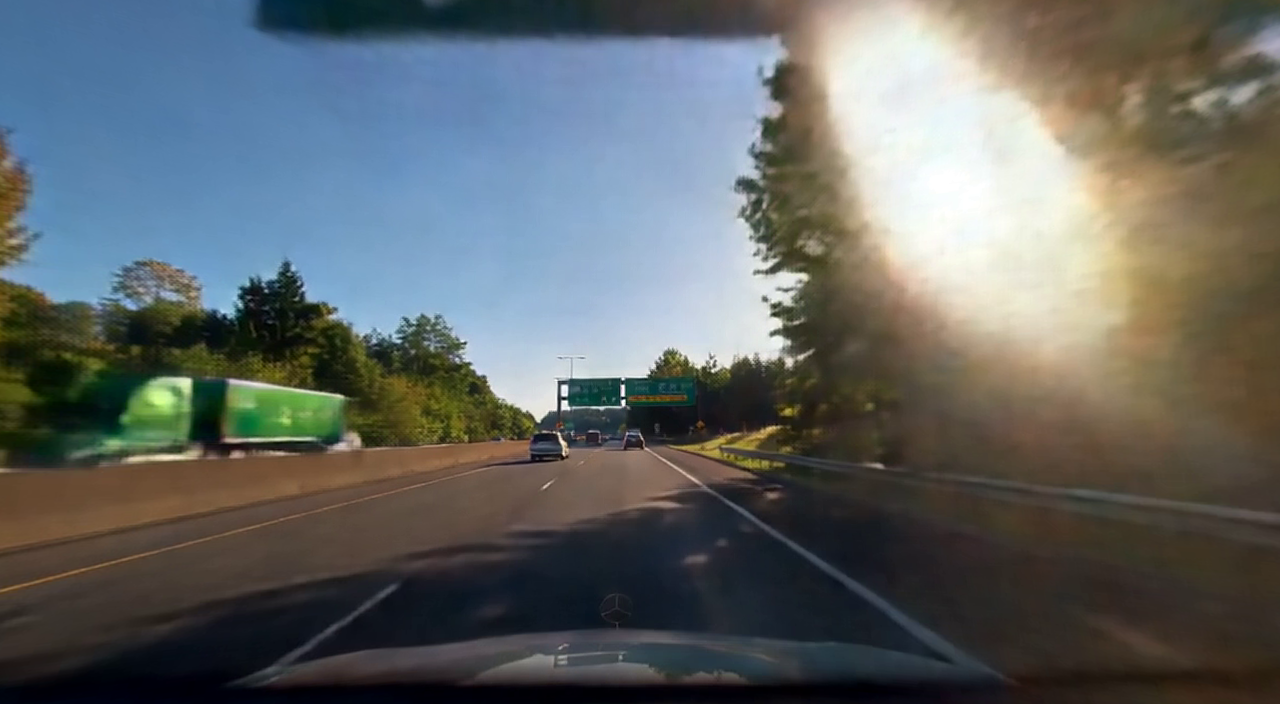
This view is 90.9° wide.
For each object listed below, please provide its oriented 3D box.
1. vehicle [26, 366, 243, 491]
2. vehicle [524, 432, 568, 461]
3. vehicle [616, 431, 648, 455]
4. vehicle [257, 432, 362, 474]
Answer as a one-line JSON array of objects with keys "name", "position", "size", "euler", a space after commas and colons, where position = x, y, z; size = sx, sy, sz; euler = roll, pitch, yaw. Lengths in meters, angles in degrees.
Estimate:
[{"name": "vehicle", "position": [-17.930, 2.798, 22.998], "size": [2.987, 3.956, 5.796], "euler": [0, -8, -2]}, {"name": "vehicle", "position": [-5.095, 5.142, 34.486], "size": [1.959, 1.514, 3.668], "euler": [0, -8, -2]}, {"name": "vehicle", "position": [-0.579, 6.398, 44.389], "size": [2.139, 1.561, 4.060], "euler": [0, -8, -1]}, {"name": "vehicle", "position": [-13.193, 4.035, 25.528], "size": [1.890, 1.523, 4.519], "euler": [0, -8, -2]}]
